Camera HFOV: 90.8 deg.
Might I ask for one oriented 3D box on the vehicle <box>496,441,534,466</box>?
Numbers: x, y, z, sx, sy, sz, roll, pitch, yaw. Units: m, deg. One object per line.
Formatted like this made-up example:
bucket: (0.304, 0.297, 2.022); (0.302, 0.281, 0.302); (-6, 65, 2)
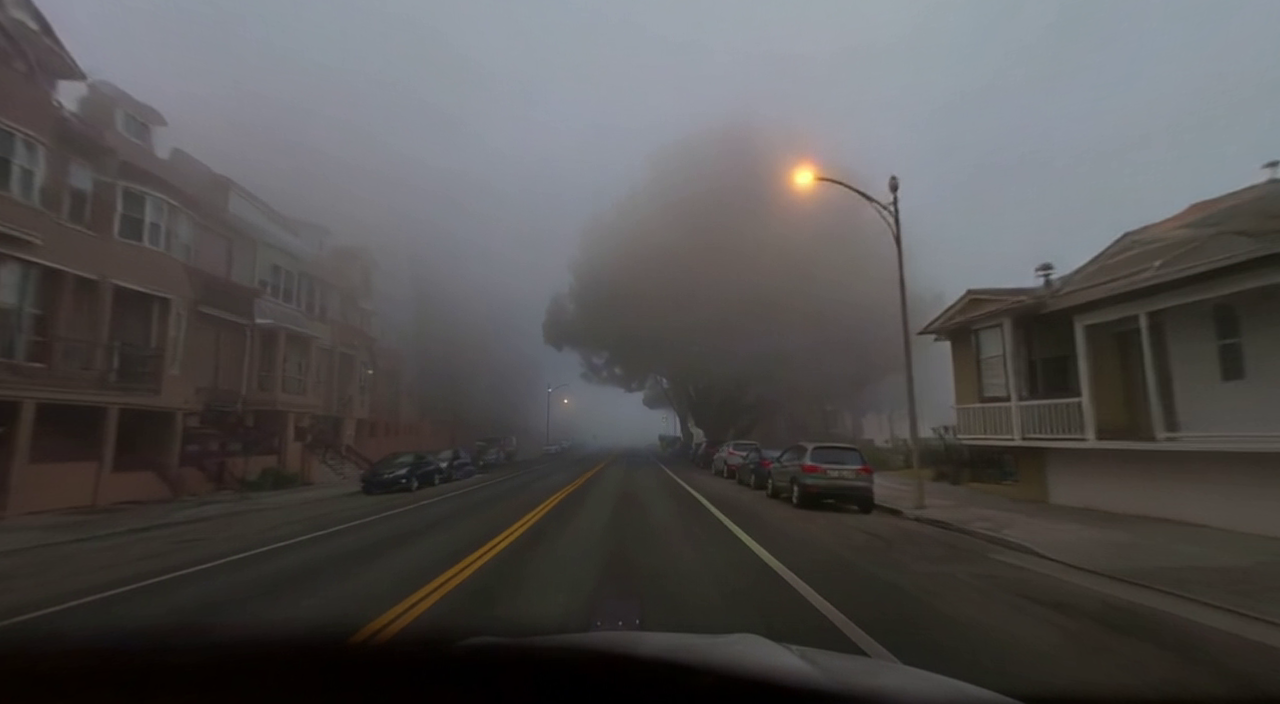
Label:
vehicle: (-8.311, 6.761, 42.344); (1.883, 1.565, 3.655); (-2, -8, -1)

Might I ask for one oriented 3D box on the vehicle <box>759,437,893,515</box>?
vehicle: (4.135, 2.796, 14.746); (1.845, 1.556, 3.929); (0, -8, -1)

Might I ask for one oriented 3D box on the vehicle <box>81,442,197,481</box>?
vehicle: (-20.475, 4.453, 26.034); (1.800, 1.475, 3.604); (0, -8, -1)

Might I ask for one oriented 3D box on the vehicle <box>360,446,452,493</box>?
vehicle: (-8.175, 4.114, 22.472); (1.852, 1.482, 3.916); (-1, -9, -2)
